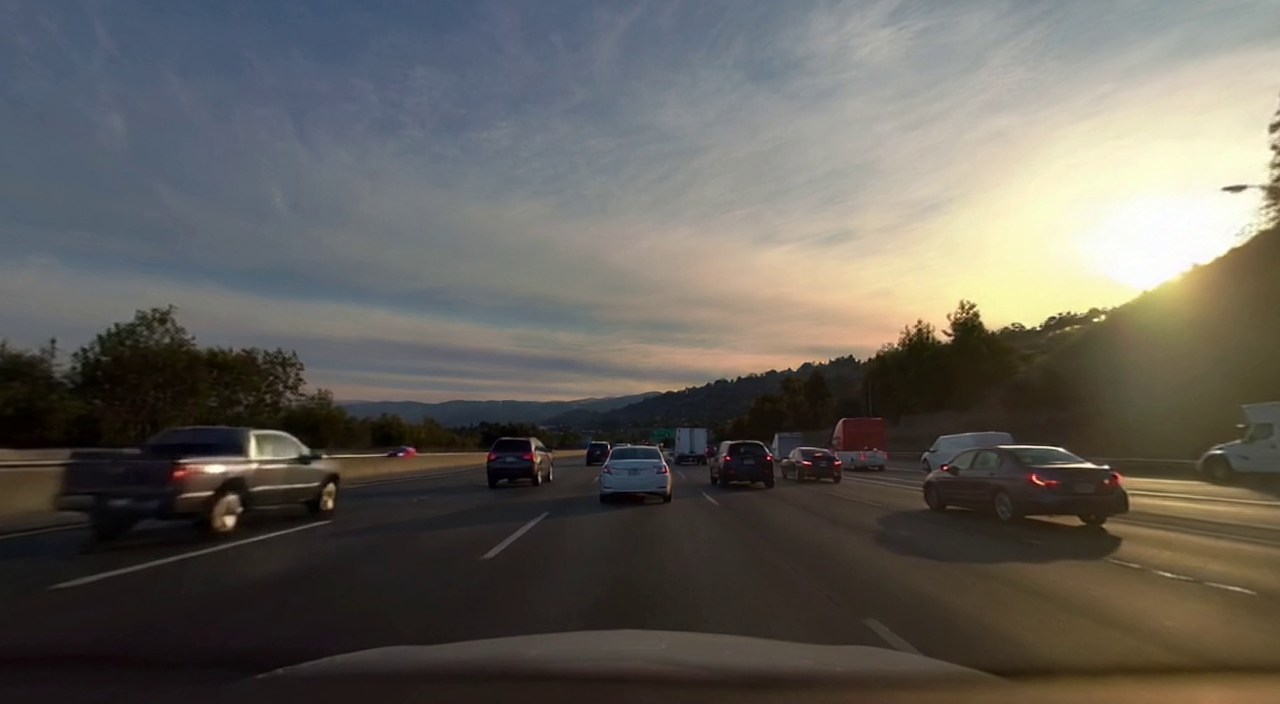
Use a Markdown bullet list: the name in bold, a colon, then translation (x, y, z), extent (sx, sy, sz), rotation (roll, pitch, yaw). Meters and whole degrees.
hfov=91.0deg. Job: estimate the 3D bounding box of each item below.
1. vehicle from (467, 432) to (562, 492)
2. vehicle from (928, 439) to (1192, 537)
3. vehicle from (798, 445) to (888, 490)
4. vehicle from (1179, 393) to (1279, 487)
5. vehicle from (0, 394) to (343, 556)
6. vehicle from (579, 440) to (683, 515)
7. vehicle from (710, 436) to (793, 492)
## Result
- **vehicle**: translation (-3.935, 3.555, 20.665), extent (2.079, 1.741, 4.436), rotation (0, -9, 2)
- **vehicle**: translation (7.622, 2.485, 12.166), extent (2.021, 1.505, 4.480), rotation (0, -9, 0)
- **vehicle**: translation (7.393, 4.216, 23.379), extent (1.942, 1.482, 4.250), rotation (0, -9, 0)
- **vehicle**: translation (29.230, 3.779, 27.306), extent (2.957, 4.007, 8.656), rotation (0, -9, -8)
- **vehicle**: translation (-7.950, 1.987, 10.926), extent (2.487, 1.986, 6.157), rotation (0, -9, 1)
- **vehicle**: translation (-0.151, 2.868, 14.905), extent (2.132, 1.499, 4.038), rotation (0, -9, 1)
- **vehicle**: translation (3.610, 3.718, 21.165), extent (2.053, 1.666, 4.106), rotation (0, -9, 0)
